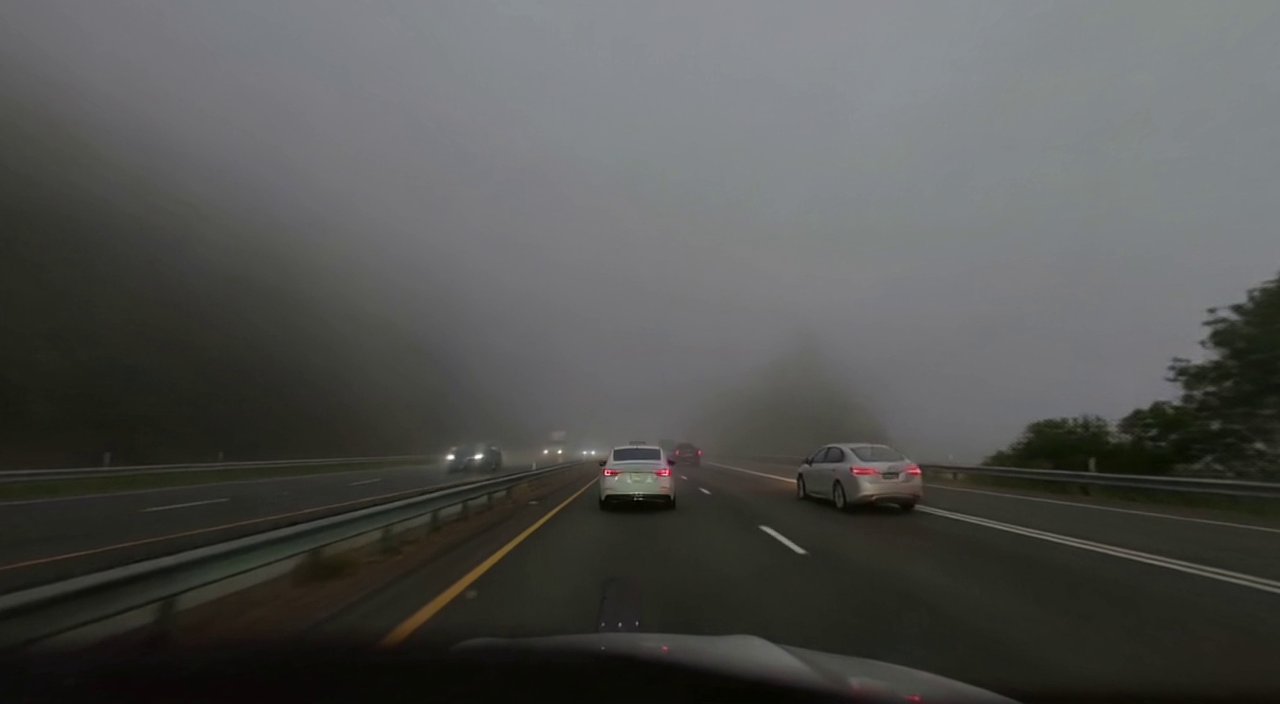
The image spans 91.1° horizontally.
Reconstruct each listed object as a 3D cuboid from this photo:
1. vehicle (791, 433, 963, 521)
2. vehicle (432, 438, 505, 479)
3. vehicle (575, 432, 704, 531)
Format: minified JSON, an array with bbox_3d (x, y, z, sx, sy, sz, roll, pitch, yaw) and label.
[{"bbox_3d":[4.650,2.502,13.063,1.931,1.516,3.995,0,-9,-1],"label":"vehicle"},{"bbox_3d":[-8.661,5.446,32.317,2.178,1.875,5.264,-1,-9,1],"label":"vehicle"},{"bbox_3d":[-0.053,2.377,12.055,2.088,1.580,3.657,0,-9,-1],"label":"vehicle"}]
